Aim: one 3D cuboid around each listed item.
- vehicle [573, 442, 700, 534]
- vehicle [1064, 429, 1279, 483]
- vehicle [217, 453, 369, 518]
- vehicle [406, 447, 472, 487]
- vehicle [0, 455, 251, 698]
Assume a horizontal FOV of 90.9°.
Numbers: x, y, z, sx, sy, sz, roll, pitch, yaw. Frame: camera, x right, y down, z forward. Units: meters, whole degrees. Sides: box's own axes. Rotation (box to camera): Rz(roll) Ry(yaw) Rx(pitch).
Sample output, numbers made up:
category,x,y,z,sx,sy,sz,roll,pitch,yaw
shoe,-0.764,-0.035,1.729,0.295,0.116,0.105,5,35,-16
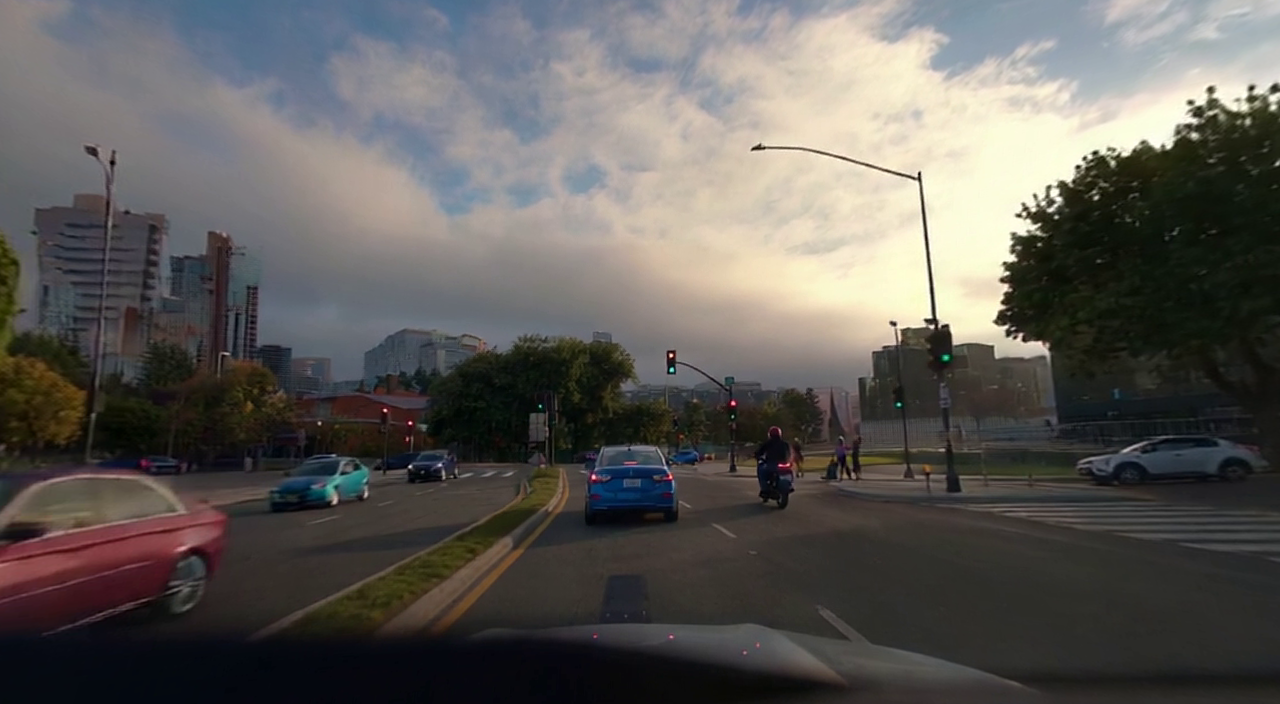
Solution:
category,x,y,z,sx,sy,sz,roll,pitch,yaw
vehicle,-0.177,2.565,12.522,2.118,1.480,3.949,0,-9,-4
vehicle,16.108,3.166,19.293,5.007,1.479,1.866,-6,-10,31
vehicle,-9.181,3.521,17.184,1.952,1.487,4.351,0,-9,-5
vehicle,-9.351,5.343,29.684,1.993,1.692,4.226,0,-9,-4
vehicle,-4.839,1.402,4.061,2.079,1.392,4.088,0,-9,-1
